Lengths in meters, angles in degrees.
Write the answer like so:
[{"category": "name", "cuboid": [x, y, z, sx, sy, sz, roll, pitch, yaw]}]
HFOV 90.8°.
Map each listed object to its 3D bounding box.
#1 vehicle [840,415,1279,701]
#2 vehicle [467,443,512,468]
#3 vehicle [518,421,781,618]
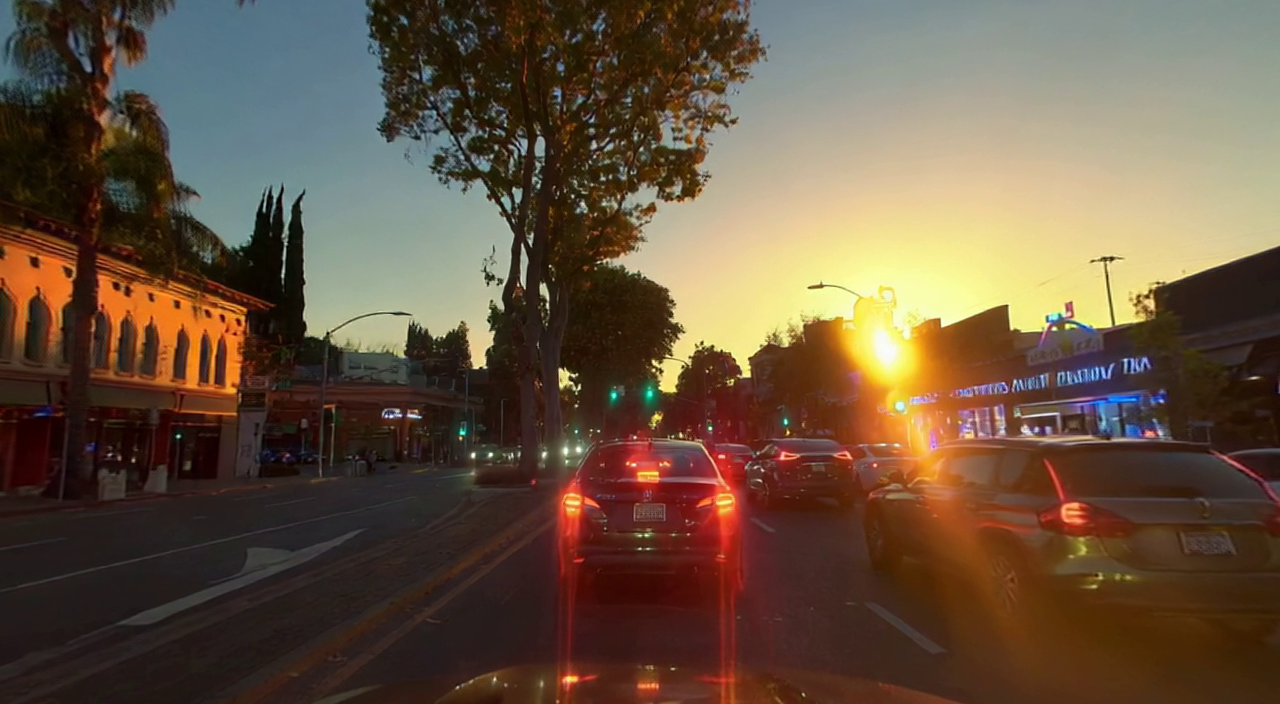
[{"category": "vehicle", "cuboid": [3.396, 1.395, 5.467, 1.988, 1.480, 4.195, 0, -9, 1]}, {"category": "vehicle", "cuboid": [-11.086, 7.675, 46.924, 2.042, 1.749, 4.629, -1, -9, 2]}, {"category": "vehicle", "cuboid": [0.060, 1.557, 6.691, 2.006, 1.487, 3.535, 0, -9, 0]}]
